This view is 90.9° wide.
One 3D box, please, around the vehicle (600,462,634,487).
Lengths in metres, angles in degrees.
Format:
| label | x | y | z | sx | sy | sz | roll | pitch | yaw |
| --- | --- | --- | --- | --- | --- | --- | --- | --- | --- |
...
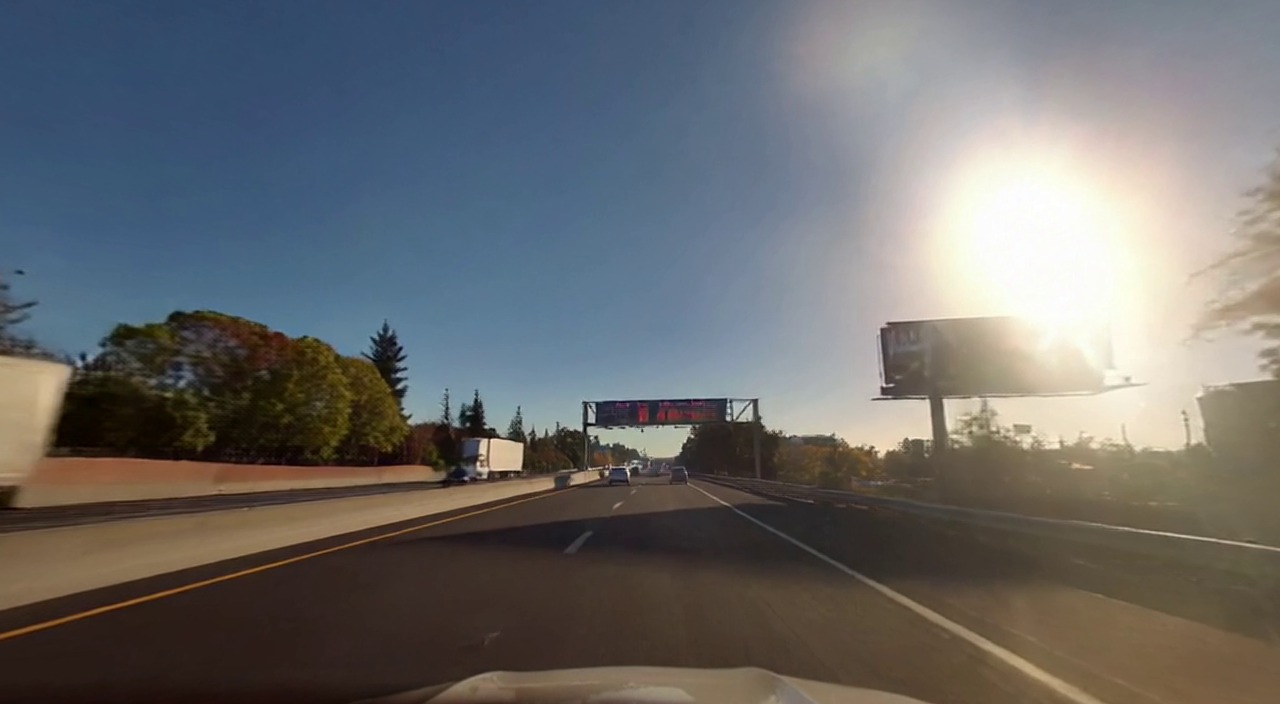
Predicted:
| label | x | y | z | sx | sy | sz | roll | pitch | yaw |
| --- | --- | --- | --- | --- | --- | --- | --- | --- | --- |
| vehicle | -1.668 | 9.109 | 47.008 | 2.160 | 1.721 | 4.368 | 0 | -11 | 3 |
